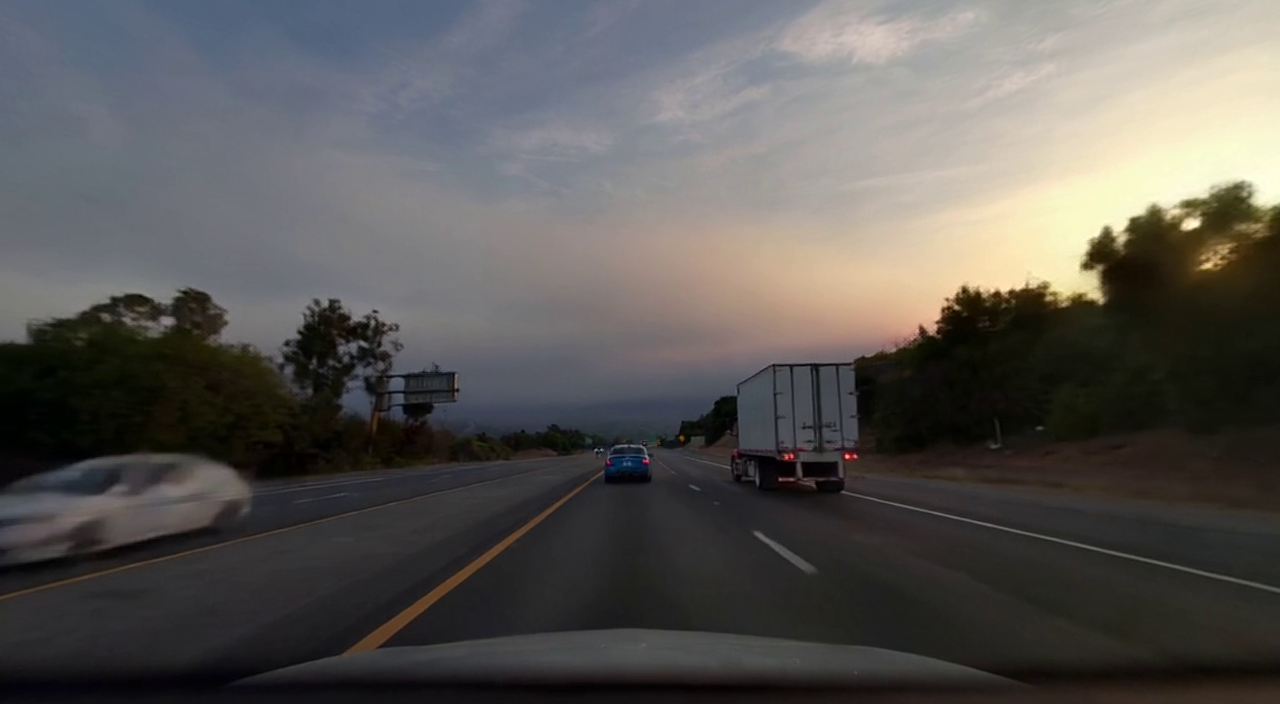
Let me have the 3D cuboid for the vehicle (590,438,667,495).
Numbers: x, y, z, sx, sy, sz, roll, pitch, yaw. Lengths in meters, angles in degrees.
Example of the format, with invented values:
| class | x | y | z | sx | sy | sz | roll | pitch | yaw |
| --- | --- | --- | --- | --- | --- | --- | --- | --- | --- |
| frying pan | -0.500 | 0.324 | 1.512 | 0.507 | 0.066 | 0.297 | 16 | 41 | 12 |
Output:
| class | x | y | z | sx | sy | sz | roll | pitch | yaw |
| --- | --- | --- | --- | --- | --- | --- | --- | --- | --- |
| vehicle | -0.319 | 3.391 | 18.857 | 2.066 | 1.490 | 3.759 | -1 | -9 | 0 |

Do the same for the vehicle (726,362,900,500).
| class | x | y | z | sx | sy | sz | roll | pitch | yaw |
| --- | --- | --- | --- | --- | --- | --- | --- | --- | --- |
| vehicle | 4.539 | 2.371 | 18.307 | 2.791 | 3.201 | 7.145 | 0 | -9 | -2 |

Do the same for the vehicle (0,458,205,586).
| class | x | y | z | sx | sy | sz | roll | pitch | yaw |
| --- | --- | --- | --- | --- | --- | --- | --- | --- | --- |
| vehicle | -8.876 | 2.410 | 9.473 | 1.844 | 1.501 | 3.817 | -1 | -9 | -1 |
